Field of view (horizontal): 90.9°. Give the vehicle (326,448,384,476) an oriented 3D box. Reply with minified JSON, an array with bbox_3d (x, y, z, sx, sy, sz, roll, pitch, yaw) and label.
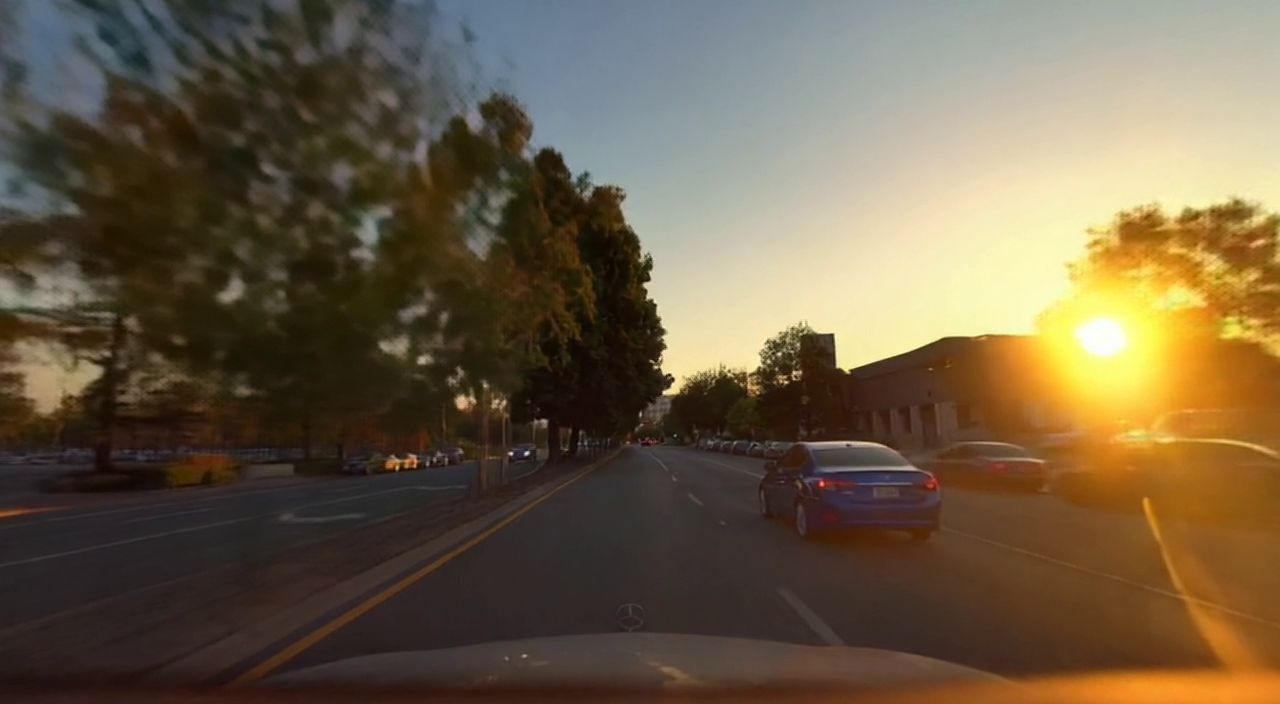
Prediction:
[{"bbox_3d":[-19.274,7.425,42.807,1.888,1.751,4.526,0,-8,-1],"label":"vehicle"}]

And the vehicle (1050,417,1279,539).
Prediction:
[{"bbox_3d":[9.258,2.004,10.617,1.889,1.629,4.072,0,-8,0],"label":"vehicle"}]

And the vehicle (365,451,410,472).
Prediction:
[{"bbox_3d":[-19.262,8.362,48.248,1.736,1.502,4.259,0,-8,-1],"label":"vehicle"}]

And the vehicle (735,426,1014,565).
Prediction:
[{"bbox_3d":[2.811,1.837,8.929,2.141,1.443,4.499,0,-8,-1],"label":"vehicle"}]
